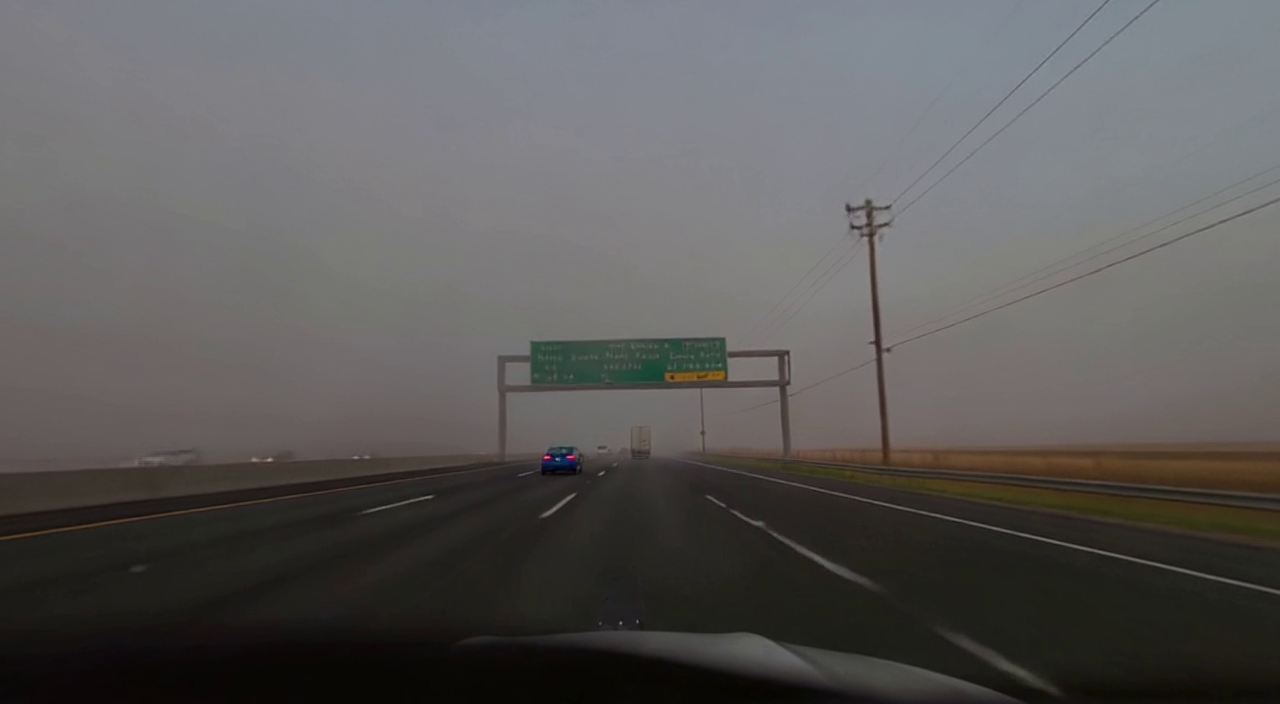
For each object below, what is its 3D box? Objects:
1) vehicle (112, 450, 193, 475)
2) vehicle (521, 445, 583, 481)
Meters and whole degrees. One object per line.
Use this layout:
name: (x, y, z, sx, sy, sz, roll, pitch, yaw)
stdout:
vehicle: (-36.071, 8.158, 46.800, 1.982, 1.779, 4.941, 0, -9, 1)
vehicle: (-3.904, 4.992, 28.609, 2.104, 1.501, 4.459, 0, -9, 1)
